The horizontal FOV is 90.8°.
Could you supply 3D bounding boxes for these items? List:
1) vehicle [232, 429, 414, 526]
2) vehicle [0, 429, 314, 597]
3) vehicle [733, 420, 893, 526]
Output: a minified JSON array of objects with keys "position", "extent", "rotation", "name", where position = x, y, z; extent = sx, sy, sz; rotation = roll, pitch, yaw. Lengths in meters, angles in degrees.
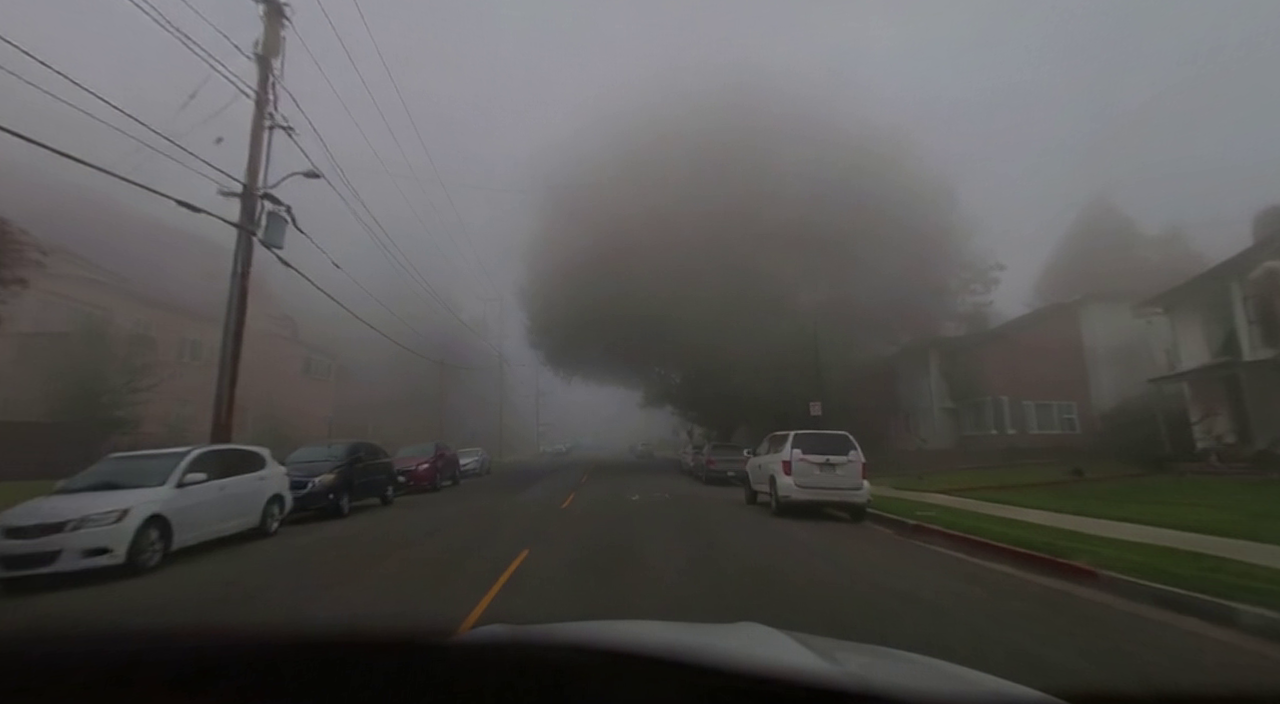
[{"position":[-6.642,2.614,13.914],"extent":[1.988,1.734,4.400],"rotation":[-1,-8,-4],"name":"vehicle"},{"position":[-6.289,1.874,8.390],"extent":[1.863,1.561,4.380],"rotation":[-3,-7,-4],"name":"vehicle"},{"position":[3.205,2.344,12.716],"extent":[1.936,1.756,4.127],"rotation":[0,-9,-2],"name":"vehicle"}]
